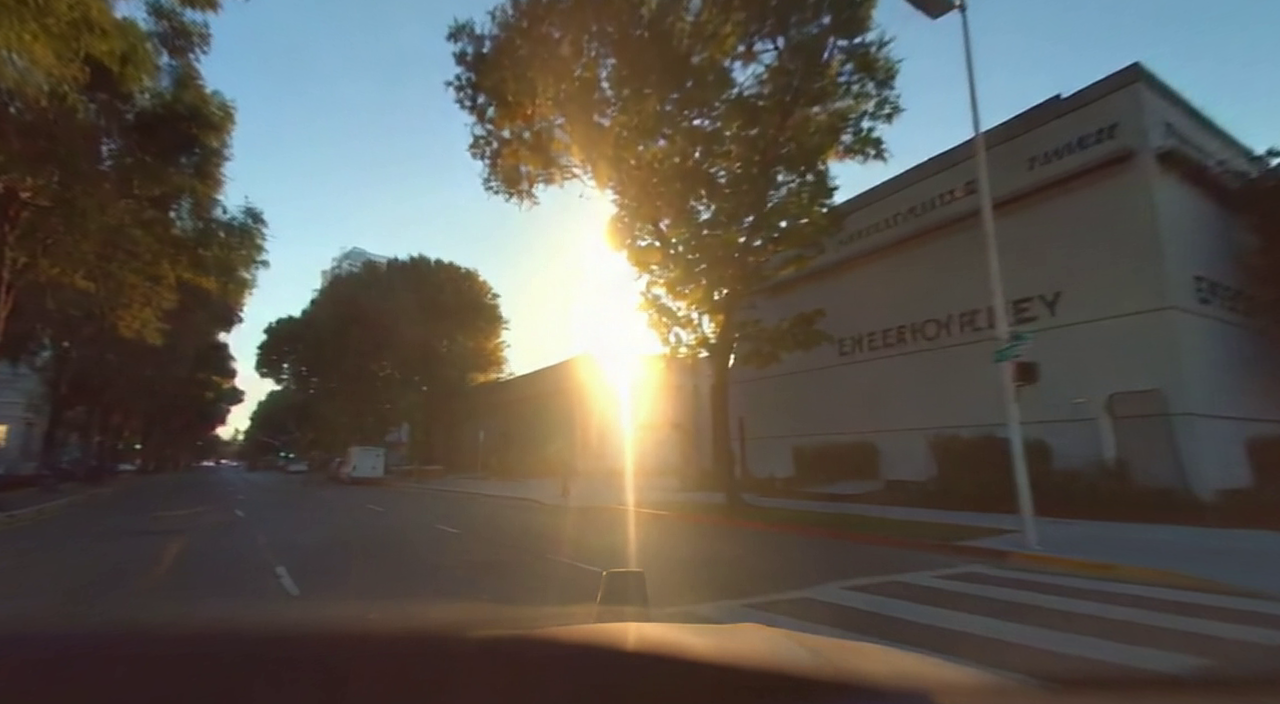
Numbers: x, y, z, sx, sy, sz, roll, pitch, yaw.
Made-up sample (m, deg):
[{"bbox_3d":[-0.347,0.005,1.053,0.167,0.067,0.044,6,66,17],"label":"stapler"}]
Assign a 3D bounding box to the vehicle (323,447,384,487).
[{"bbox_3d":[-19.801,7.838,43.340,2.596,2.509,6.178,6,-12,-34],"label":"vehicle"}]
